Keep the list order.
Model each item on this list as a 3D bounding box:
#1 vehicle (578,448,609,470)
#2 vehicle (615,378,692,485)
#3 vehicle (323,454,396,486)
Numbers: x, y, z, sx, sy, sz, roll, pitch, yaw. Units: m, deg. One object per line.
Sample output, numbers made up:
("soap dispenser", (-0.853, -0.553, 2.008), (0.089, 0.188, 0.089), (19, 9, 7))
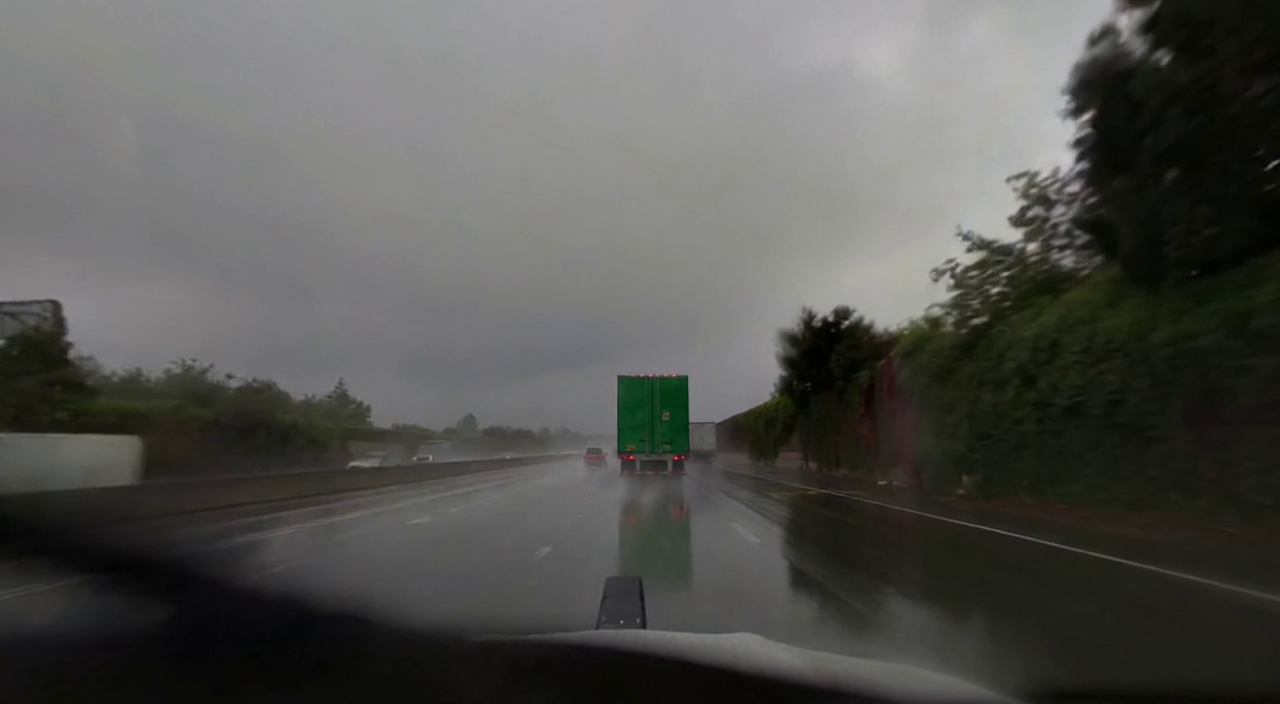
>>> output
("vehicle", (-3.440, 8.026, 47.558), (2.012, 1.520, 4.227), (0, -9, 0))
("vehicle", (0.537, 3.883, 29.718), (2.932, 4.042, 11.054), (0, -9, 0))
("vehicle", (-15.040, 6.317, 34.098), (2.065, 1.554, 3.966), (0, -9, 0))
